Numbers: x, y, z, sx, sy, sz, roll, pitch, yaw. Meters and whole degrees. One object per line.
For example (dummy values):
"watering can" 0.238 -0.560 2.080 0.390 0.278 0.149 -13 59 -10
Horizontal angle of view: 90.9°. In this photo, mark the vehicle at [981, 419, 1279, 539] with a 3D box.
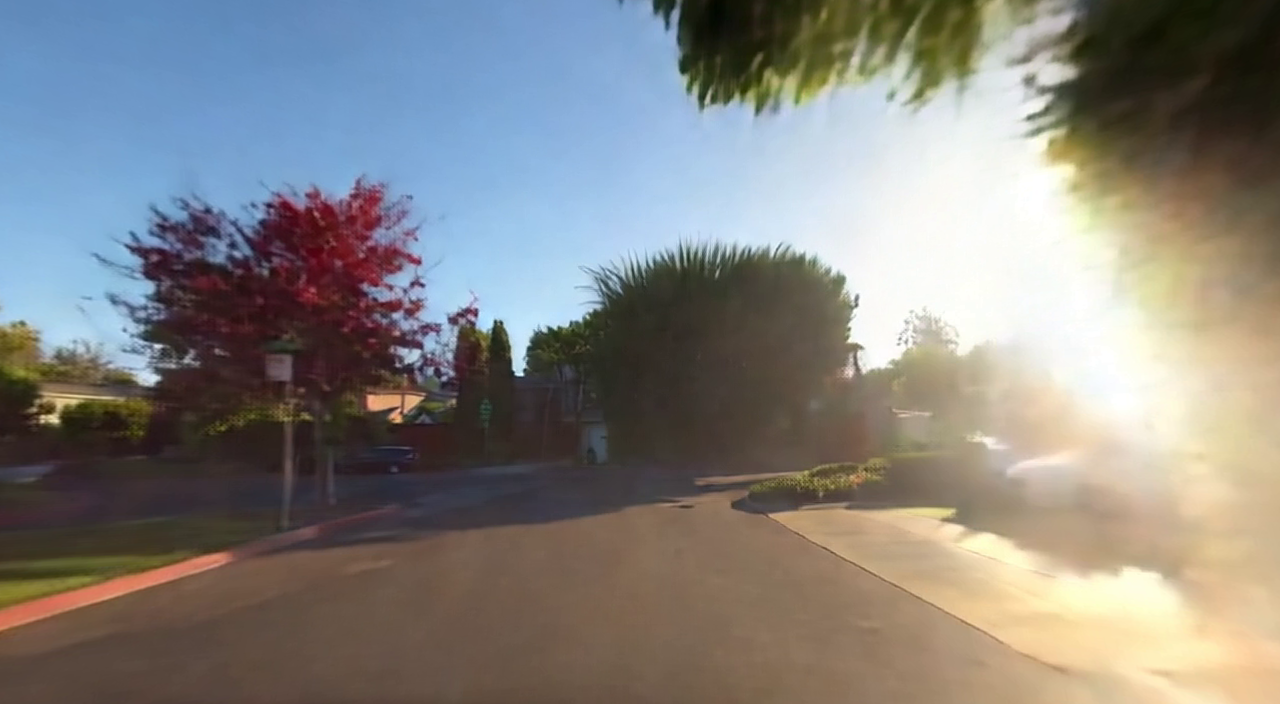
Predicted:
"vehicle" 8.987 2.137 10.983 4.801 1.788 2.073 -3 -7 6
